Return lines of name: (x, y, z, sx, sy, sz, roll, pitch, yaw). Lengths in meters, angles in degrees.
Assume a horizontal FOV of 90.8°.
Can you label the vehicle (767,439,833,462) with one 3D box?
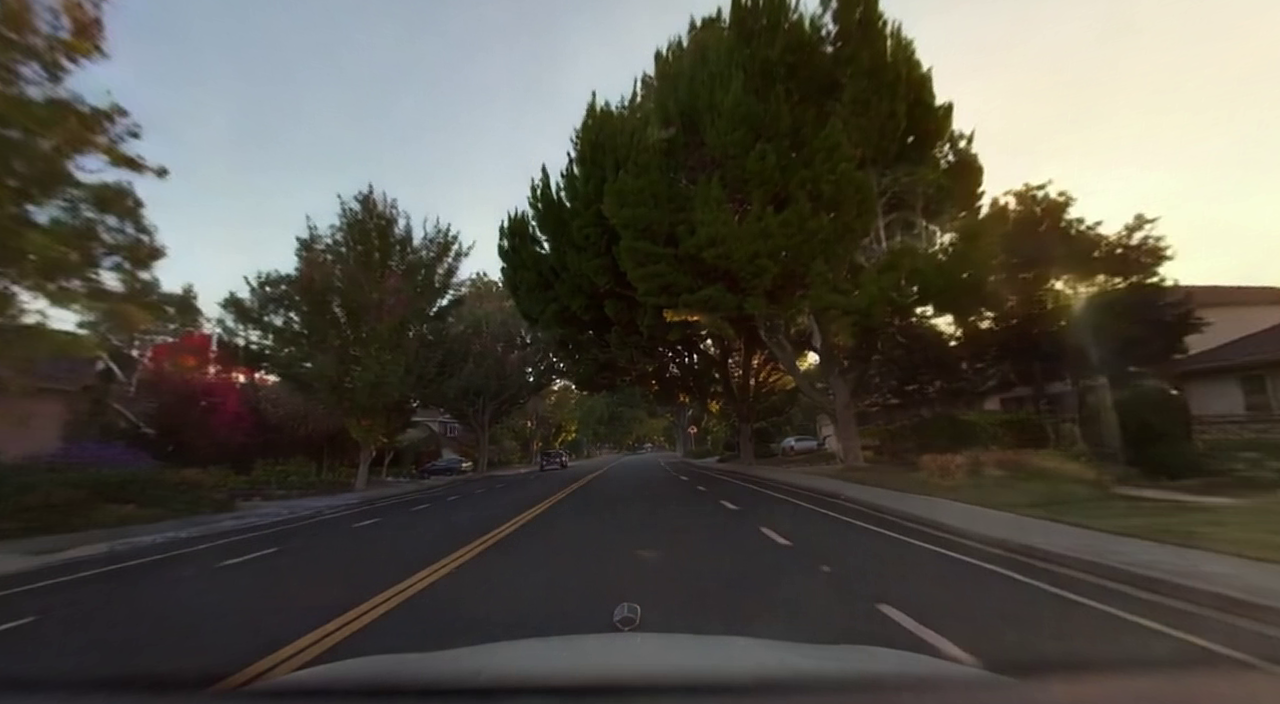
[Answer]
vehicle: (11.991, 7.370, 47.441, 4.392, 1.685, 1.959, 1, -8, -4)
